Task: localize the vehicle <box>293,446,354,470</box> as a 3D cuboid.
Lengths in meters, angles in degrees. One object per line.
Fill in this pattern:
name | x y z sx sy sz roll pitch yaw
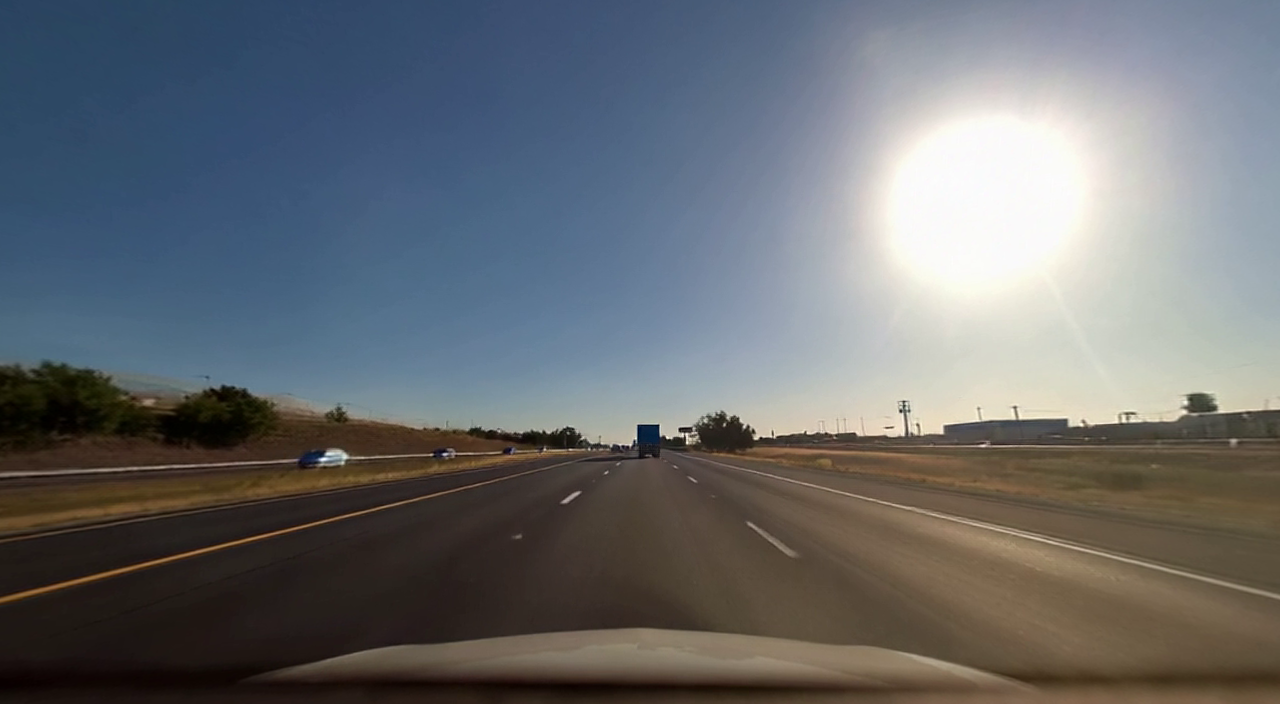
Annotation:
vehicle | -24.850 8.297 49.598 2.126 1.801 4.922 0 -9 1
